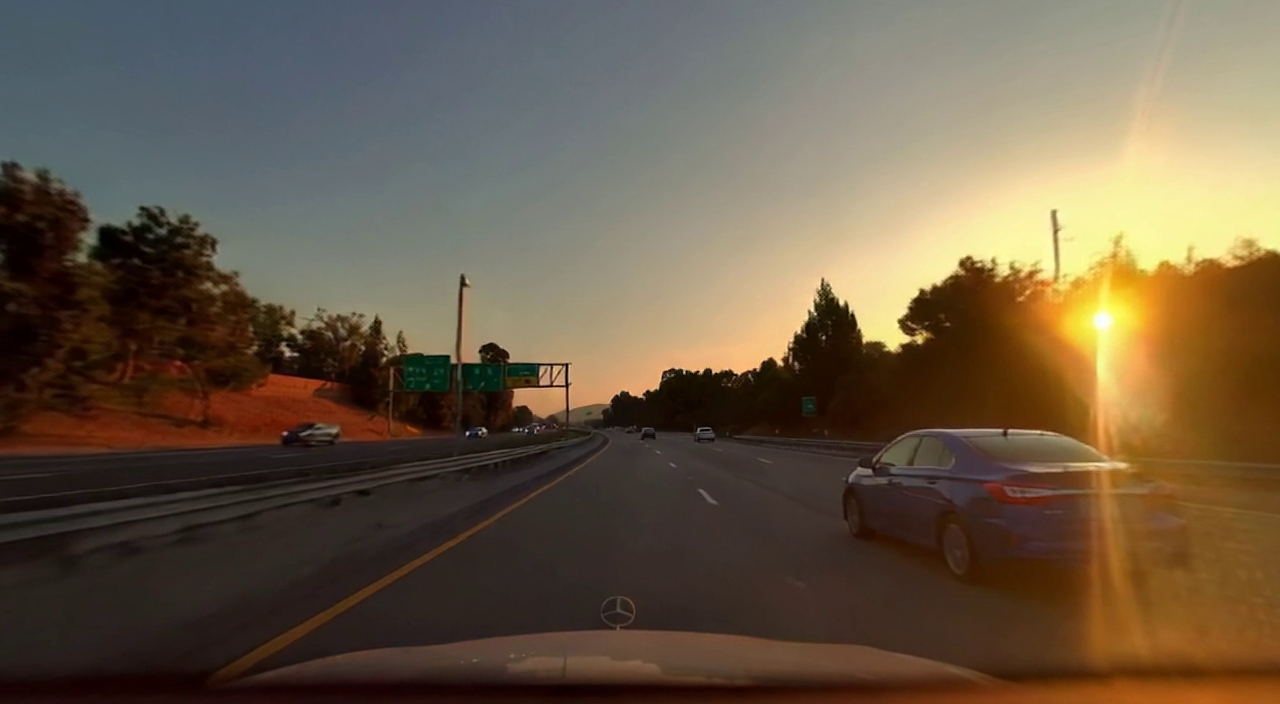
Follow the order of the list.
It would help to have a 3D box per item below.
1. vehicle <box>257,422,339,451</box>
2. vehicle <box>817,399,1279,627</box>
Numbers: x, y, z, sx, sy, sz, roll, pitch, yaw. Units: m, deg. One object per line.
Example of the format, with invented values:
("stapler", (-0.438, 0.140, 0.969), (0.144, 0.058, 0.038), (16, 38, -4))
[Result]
("vehicle", (-18.744, 4.659, 34.808), (1.931, 1.490, 4.667), (0, -8, -1))
("vehicle", (3.365, 1.305, 6.191), (1.977, 1.443, 4.225), (0, -8, -1))
